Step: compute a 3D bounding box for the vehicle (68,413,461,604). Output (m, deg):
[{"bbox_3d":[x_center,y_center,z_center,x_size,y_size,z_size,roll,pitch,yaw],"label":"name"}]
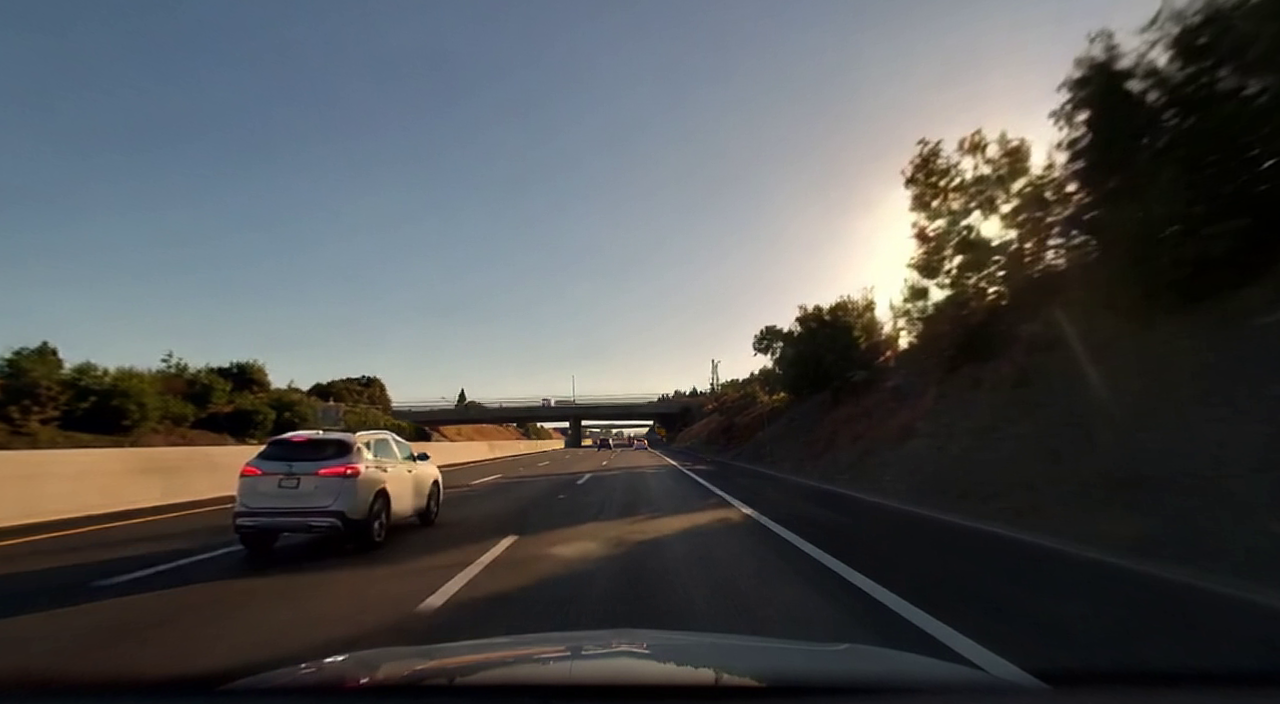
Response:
[{"bbox_3d":[-3.781,1.609,7.512,2.039,1.589,4.324,0,-8,0],"label":"vehicle"}]
